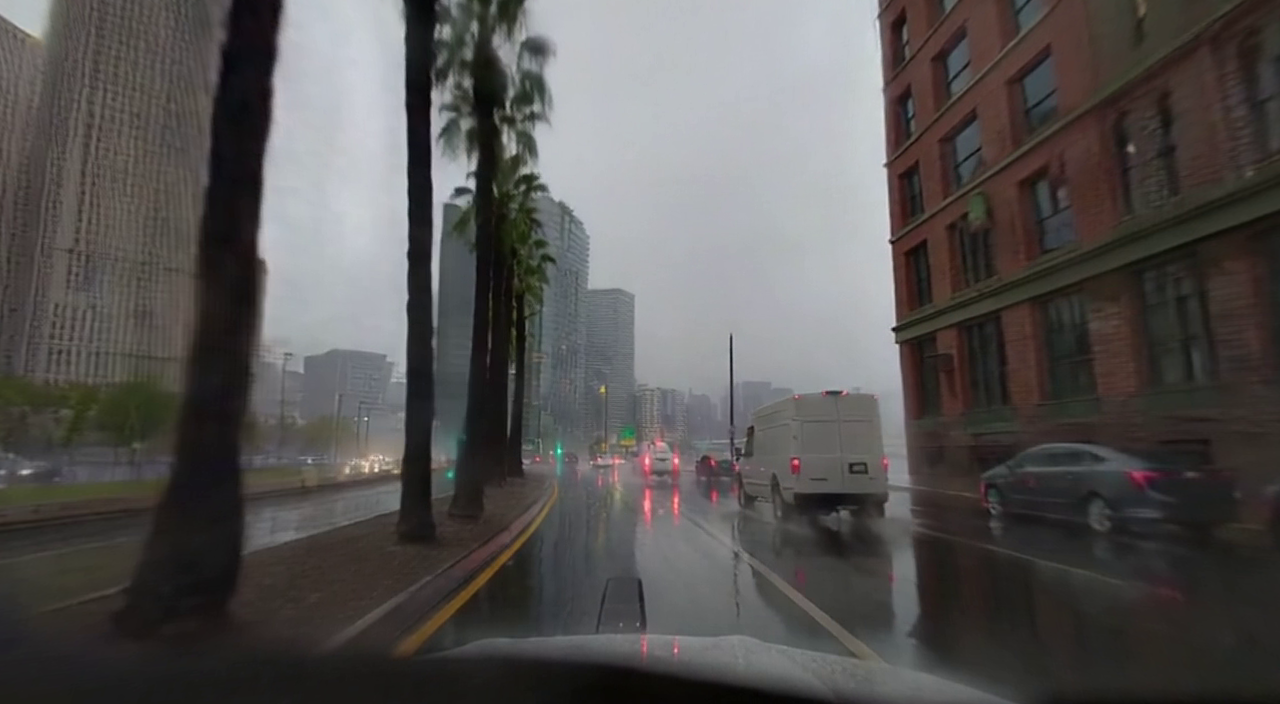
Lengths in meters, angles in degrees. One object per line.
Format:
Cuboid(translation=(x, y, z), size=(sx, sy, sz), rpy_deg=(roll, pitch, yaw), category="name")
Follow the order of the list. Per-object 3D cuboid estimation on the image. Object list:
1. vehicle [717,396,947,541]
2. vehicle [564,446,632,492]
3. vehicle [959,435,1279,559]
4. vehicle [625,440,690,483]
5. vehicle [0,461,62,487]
Cuboid(translation=(3.261, 2.151, 12.246), size=(2.434, 2.171, 5.098), rpy_deg=(1, -9, -5), category="vehicle")
Cuboid(translation=(-1.791, 4.569, 25.194), size=(2.332, 1.625, 4.933), rpy_deg=(1, -9, -8), category="vehicle")
Cuboid(translation=(7.587, 2.139, 10.186), size=(2.160, 1.494, 4.721), rpy_deg=(0, -9, -4), category="vehicle")
Cuboid(translation=(0.742, 5.455, 31.845), size=(2.407, 1.991, 5.130), rpy_deg=(1, -9, -9), category="vehicle")
Cuboid(translation=(-38.187, 7.522, 39.094), size=(1.623, 1.409, 3.461), rpy_deg=(0, -9, -4), category="vehicle")
